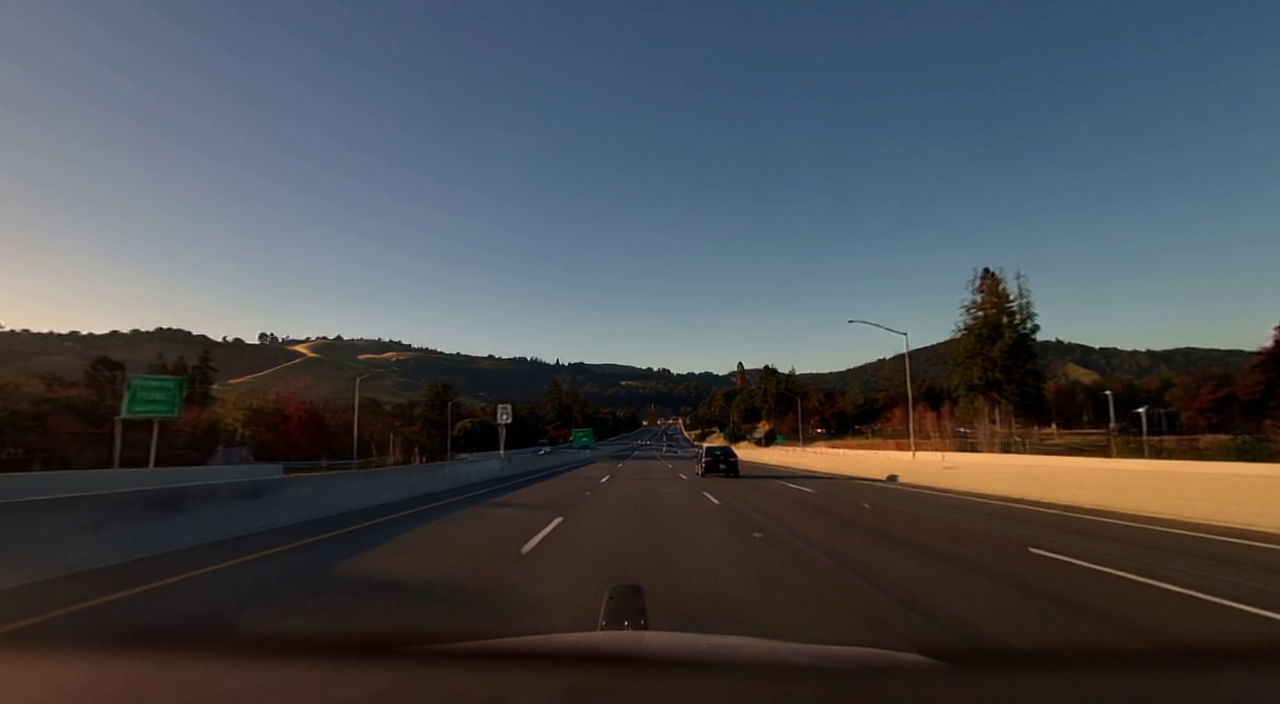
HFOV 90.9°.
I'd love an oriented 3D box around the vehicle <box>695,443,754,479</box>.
[{"bbox_3d":[3.655,4.787,28.006,1.916,1.469,4.481,0,-8,-1],"label":"vehicle"}]
